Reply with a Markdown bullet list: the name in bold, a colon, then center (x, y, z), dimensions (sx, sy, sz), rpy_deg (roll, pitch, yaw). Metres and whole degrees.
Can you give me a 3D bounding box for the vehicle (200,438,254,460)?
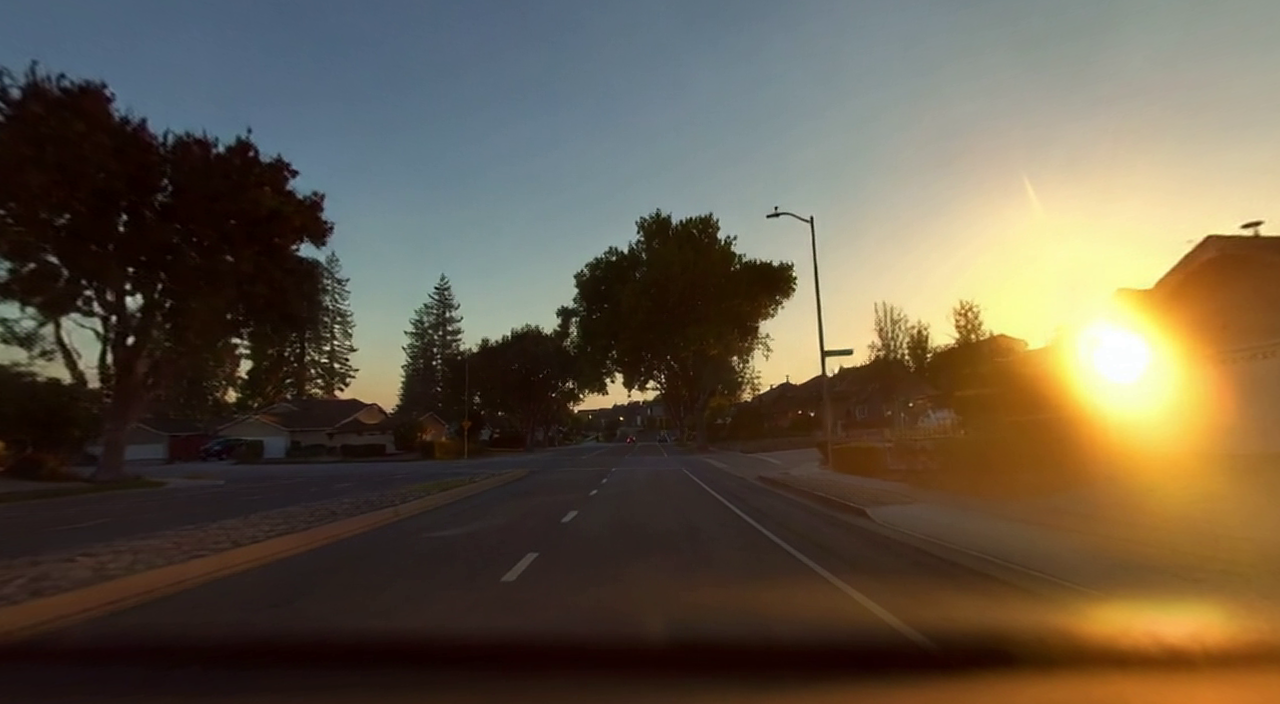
- **vehicle**: center (-29.837, 7.013, 45.748), dimensions (1.991, 1.435, 4.421), rpy_deg (2, -9, -16)
